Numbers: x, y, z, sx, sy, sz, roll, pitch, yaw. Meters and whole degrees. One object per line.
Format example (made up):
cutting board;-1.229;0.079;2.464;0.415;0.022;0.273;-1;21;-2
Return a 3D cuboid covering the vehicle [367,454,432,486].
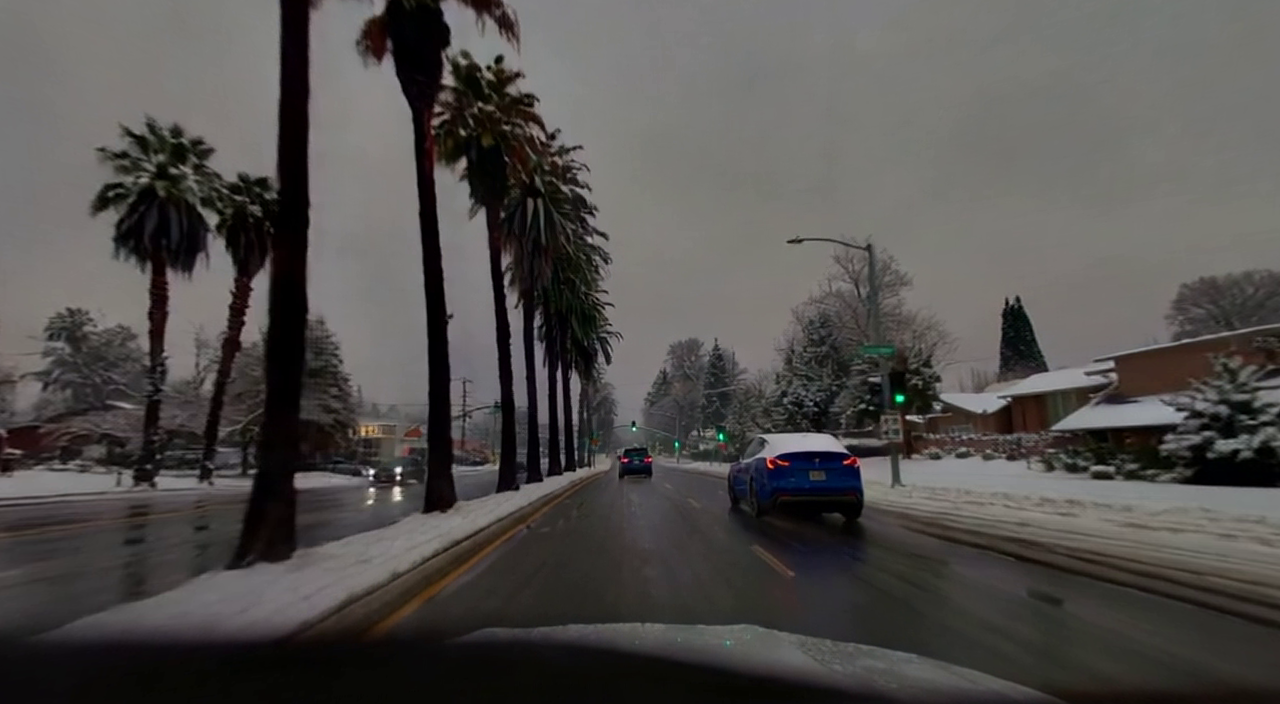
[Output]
vehicle;-17.302;8.464;45.765;2.449;2.016;5.383;-2;-9;2

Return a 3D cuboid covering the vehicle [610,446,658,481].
vehicle;-0.357;5.889;33.639;2.341;1.709;4.466;0;-9;-2

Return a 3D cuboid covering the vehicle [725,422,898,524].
vehicle;3.417;2.538;13.905;2.205;1.803;5.135;0;-9;-2
